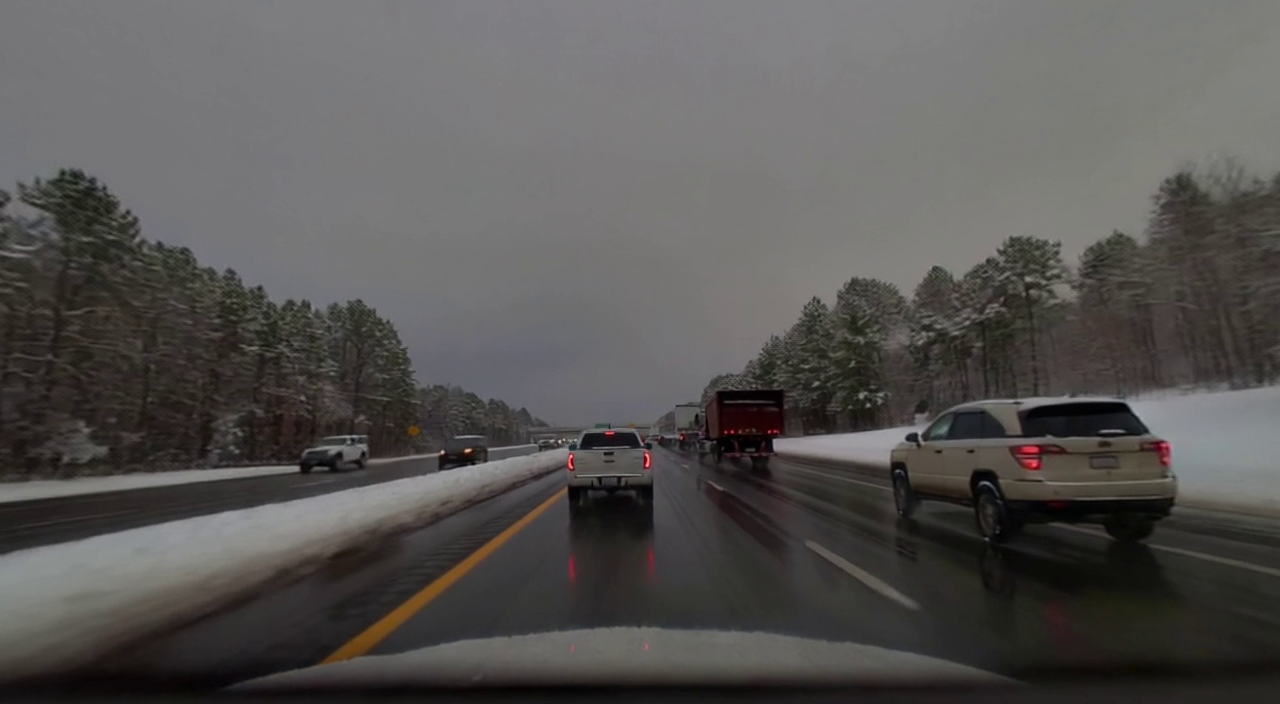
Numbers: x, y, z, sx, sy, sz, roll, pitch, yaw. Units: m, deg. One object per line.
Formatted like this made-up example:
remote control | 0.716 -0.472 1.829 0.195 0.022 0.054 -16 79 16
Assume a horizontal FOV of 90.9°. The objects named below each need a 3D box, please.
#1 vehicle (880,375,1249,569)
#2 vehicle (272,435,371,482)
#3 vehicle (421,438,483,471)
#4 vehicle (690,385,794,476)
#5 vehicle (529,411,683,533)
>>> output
vehicle | 4.946 1.430 8.231 2.011 1.905 3.905 0 -8 -1
vehicle | -13.433 4.476 26.901 1.949 1.833 4.237 0 -8 0
vehicle | -8.840 4.828 29.990 1.756 1.446 3.661 0 -8 1
vehicle | 3.735 3.172 25.258 2.723 3.027 8.478 0 -8 0
vehicle | -0.496 1.904 10.665 2.082 1.638 4.055 0 -8 -1
